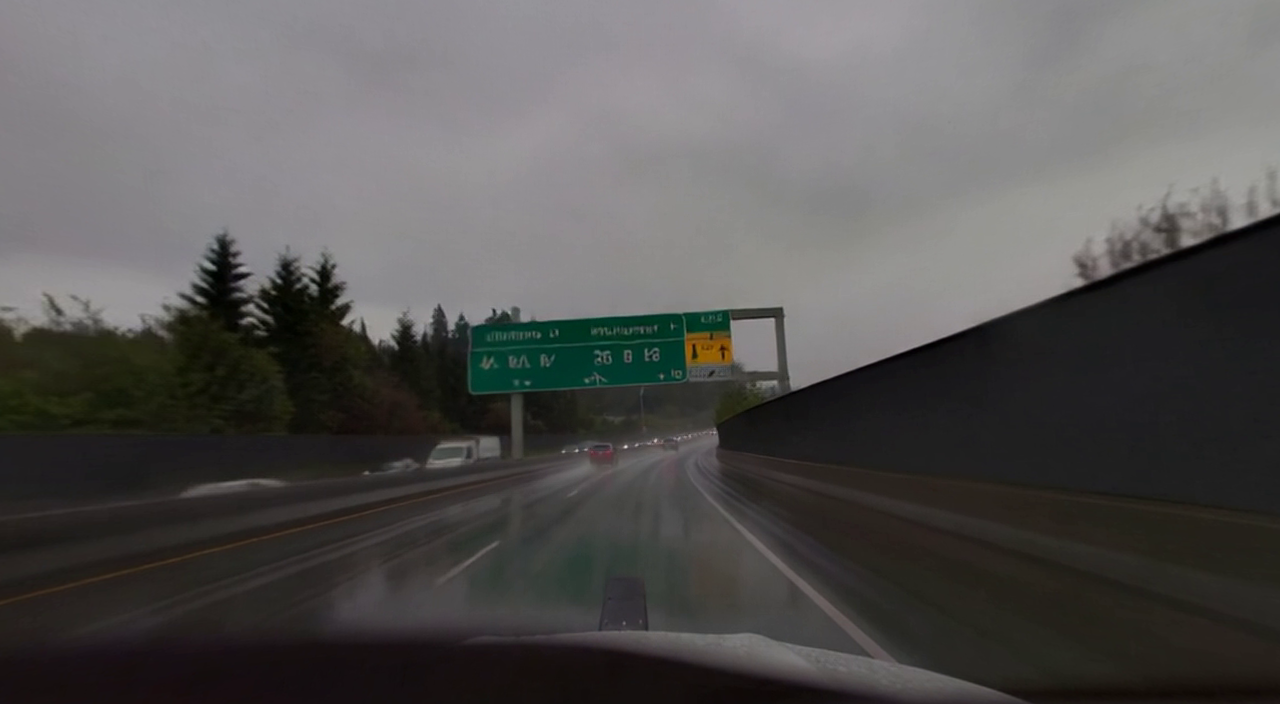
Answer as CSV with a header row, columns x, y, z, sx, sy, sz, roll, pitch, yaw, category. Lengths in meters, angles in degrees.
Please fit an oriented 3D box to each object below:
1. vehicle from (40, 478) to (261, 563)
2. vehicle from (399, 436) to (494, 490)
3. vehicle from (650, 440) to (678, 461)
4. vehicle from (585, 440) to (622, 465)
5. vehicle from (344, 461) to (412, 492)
x,y,z,sx,sy,sz,roll,pitch,yaw,category
-10.856,3.716,14.418,1.793,1.414,4.022,0,-8,1,vehicle
-10.237,5.902,34.163,2.476,2.598,7.227,-1,-8,3,vehicle
1.895,7.599,48.462,2.077,1.533,3.854,-1,-8,4,vehicle
-2.333,6.548,41.111,1.985,1.518,3.847,-1,-8,4,vehicle
-13.994,6.649,33.911,1.697,1.453,4.268,0,-8,3,vehicle
